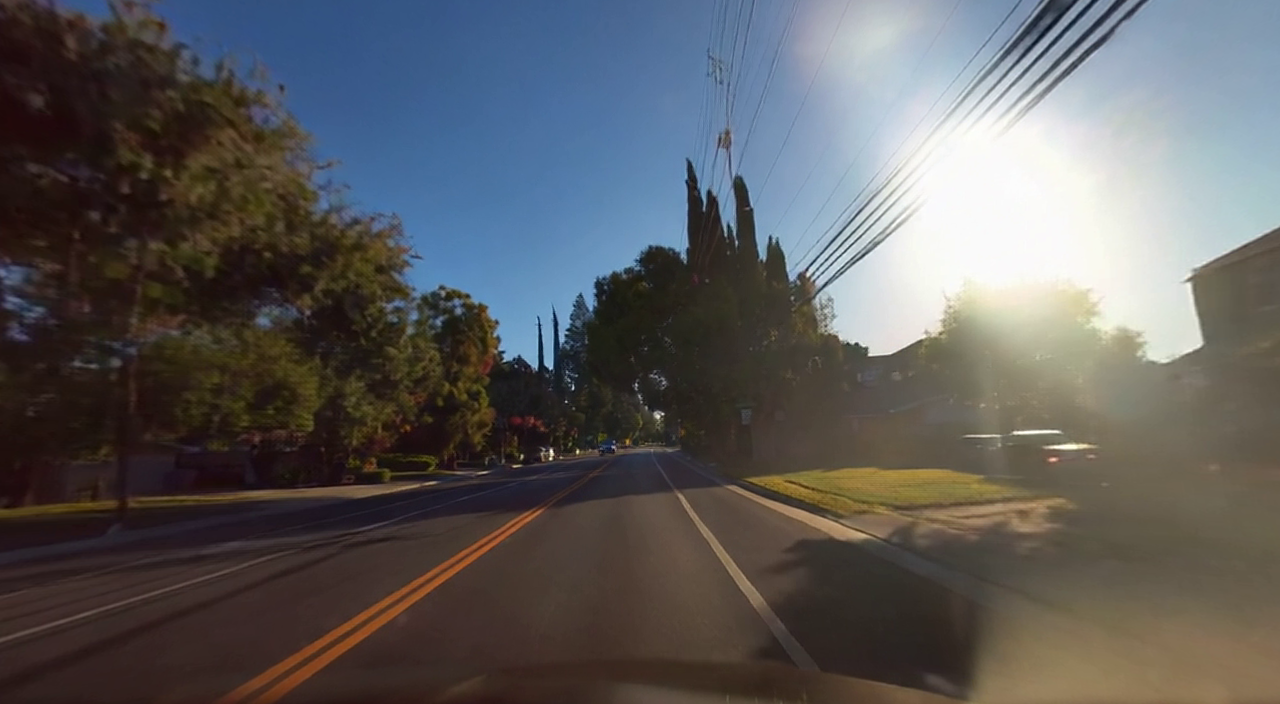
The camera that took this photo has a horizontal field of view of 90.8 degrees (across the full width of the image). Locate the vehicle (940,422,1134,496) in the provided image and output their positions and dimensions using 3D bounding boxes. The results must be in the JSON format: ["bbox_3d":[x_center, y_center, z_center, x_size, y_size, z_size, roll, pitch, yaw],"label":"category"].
[{"bbox_3d":[10.778,2.952,17.760,2.194,1.577,4.838,-5,-8,0],"label":"vehicle"}]
